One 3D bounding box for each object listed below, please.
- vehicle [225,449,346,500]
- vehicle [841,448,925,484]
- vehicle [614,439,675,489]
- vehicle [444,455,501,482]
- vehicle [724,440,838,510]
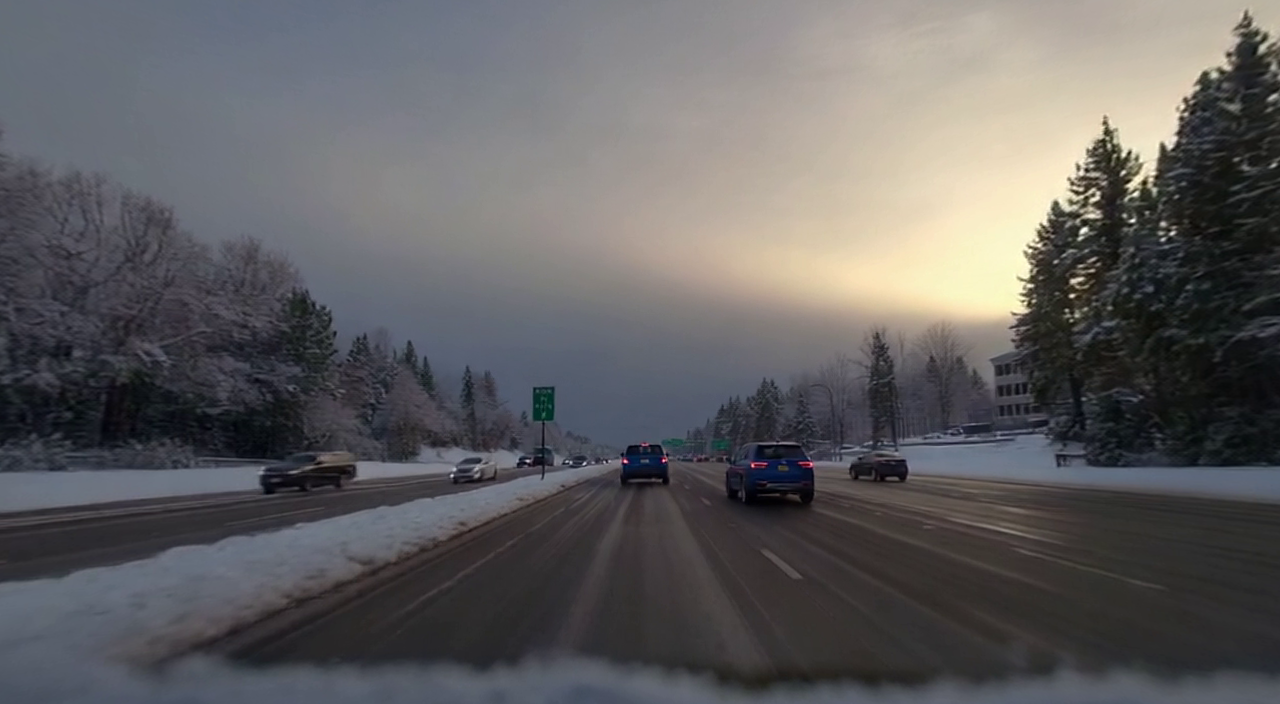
[{"bbox_3d":[-14.544,5.006,26.327,2.018,1.887,5.108,0,-8,1],"label":"vehicle"},{"bbox_3d":[11.165,5.234,29.427,1.985,1.503,4.842,0,-8,0],"label":"vehicle"},{"bbox_3d":[0.185,4.537,26.005,2.290,1.862,4.454,0,-8,1],"label":"vehicle"},{"bbox_3d":[-10.237,7.161,38.970,2.146,1.479,4.671,0,-8,1],"label":"vehicle"},{"bbox_3d":[3.554,3.176,16.762,2.042,1.592,4.047,0,-8,-1],"label":"vehicle"}]
